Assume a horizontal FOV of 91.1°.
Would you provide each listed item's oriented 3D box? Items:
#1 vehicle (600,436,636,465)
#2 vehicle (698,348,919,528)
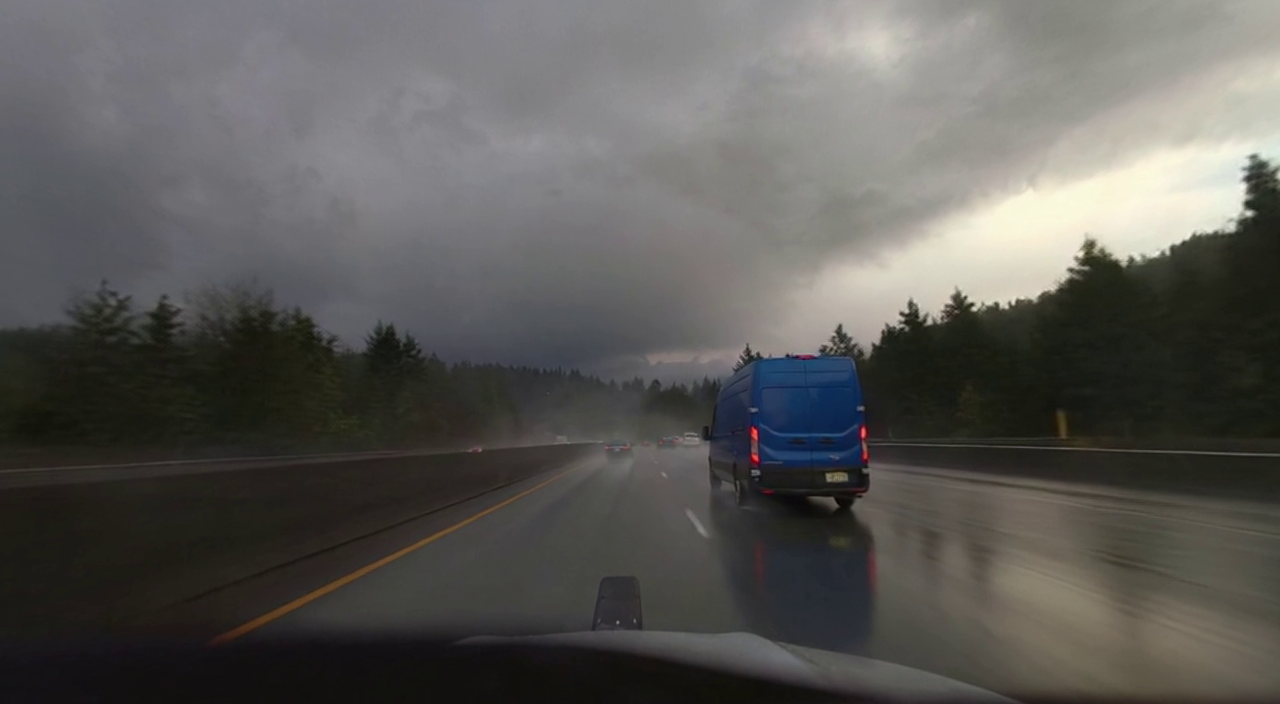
[{"bbox_3d":[-1.196,5.468,35.217,1.900,1.524,4.324,0,-8,-1],"label":"vehicle"},{"bbox_3d":[2.751,1.714,12.718,2.416,2.595,7.243,0,-8,0],"label":"vehicle"}]
